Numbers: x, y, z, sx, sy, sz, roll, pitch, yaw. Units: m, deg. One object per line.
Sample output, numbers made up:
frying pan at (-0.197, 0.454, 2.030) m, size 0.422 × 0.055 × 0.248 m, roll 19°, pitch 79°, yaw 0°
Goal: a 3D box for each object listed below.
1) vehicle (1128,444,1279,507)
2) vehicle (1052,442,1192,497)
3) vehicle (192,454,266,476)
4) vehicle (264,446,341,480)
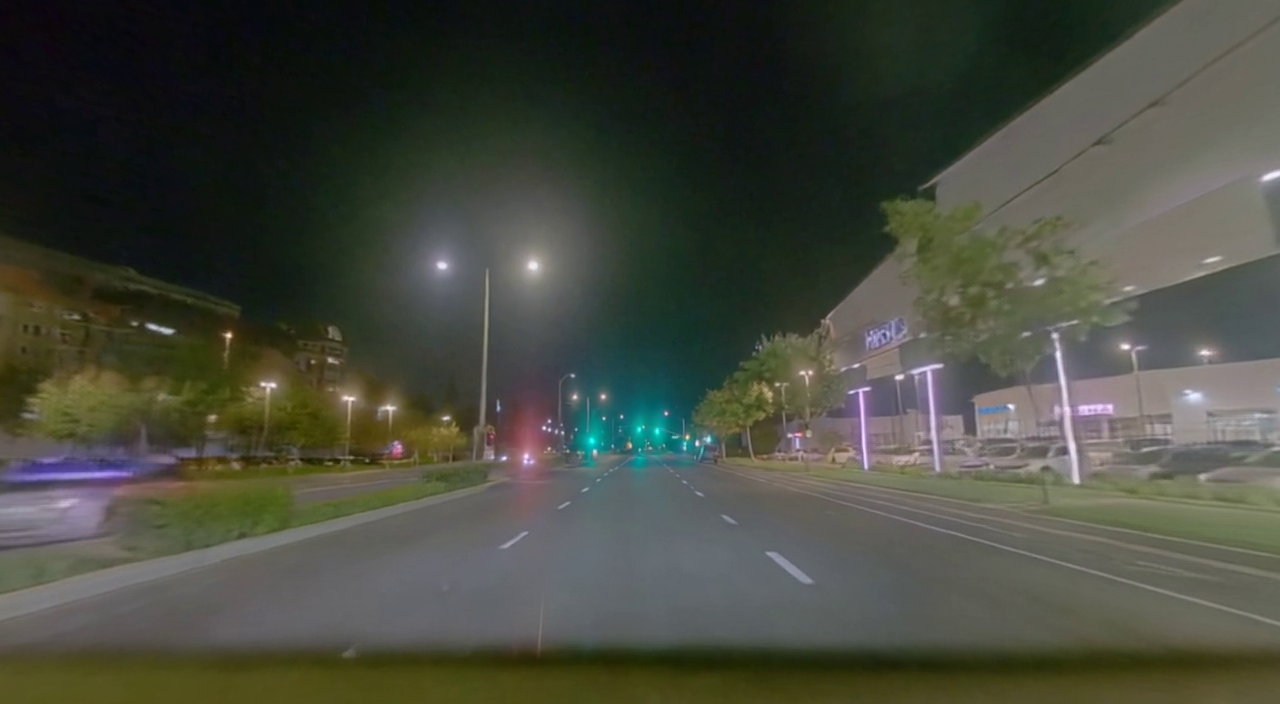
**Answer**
vehicle at (16.571, 3.464, 18.116) m, size 4.313 × 1.584 × 2.282 m, roll 5°, pitch -10°, yaw -29°
vehicle at (16.213, 3.875, 21.109) m, size 4.222 × 1.669 × 2.050 m, roll 5°, pitch -10°, yaw -28°
vehicle at (-30.645, 8.403, 46.888) m, size 4.400 × 1.524 × 1.849 m, roll 6°, pitch -11°, yaw -37°
vehicle at (-19.945, 6.554, 37.338) m, size 2.043 × 1.827 × 4.547 m, roll 0°, pitch -9°, yaw 0°
